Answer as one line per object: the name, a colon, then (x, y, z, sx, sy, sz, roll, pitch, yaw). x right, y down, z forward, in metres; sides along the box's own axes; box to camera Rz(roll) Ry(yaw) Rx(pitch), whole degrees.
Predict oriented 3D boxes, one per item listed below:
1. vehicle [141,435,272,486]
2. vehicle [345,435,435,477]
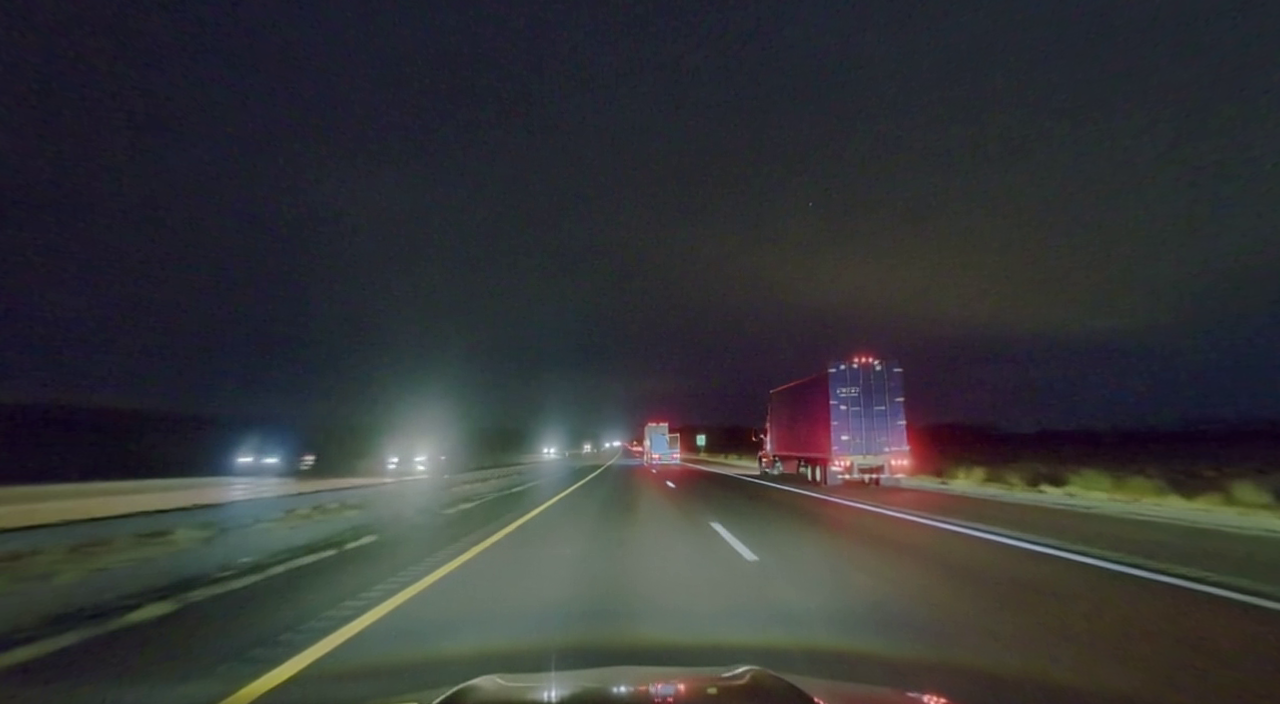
vehicle: (-13.843, 3.484, 20.352, 1.752, 1.472, 3.546, 0, -9, -2)
vehicle: (-10.162, 4.256, 25.963, 1.985, 1.548, 4.327, 0, -9, -1)
